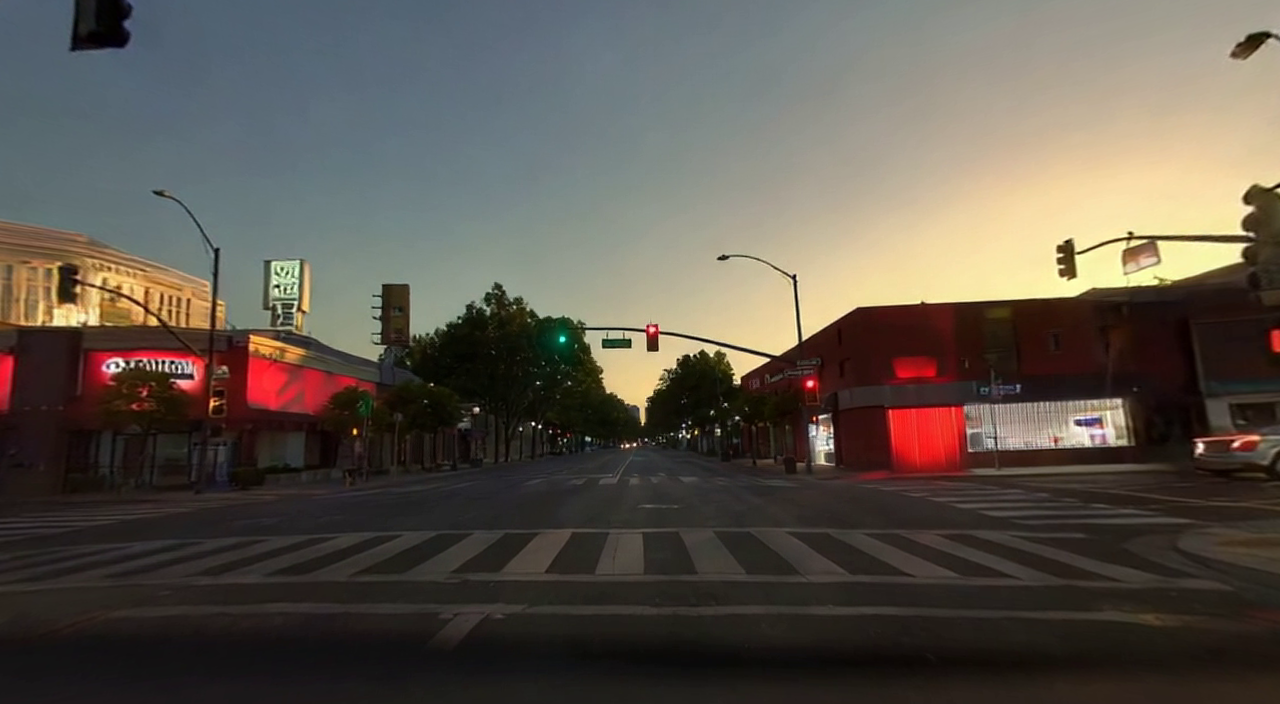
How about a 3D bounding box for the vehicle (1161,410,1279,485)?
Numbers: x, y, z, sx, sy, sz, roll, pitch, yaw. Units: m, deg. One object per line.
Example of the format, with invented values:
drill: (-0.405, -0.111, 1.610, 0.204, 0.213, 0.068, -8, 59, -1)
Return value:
vehicle: (16.891, 2.470, 16.407, 4.836, 1.795, 1.957, 0, -8, 0)
